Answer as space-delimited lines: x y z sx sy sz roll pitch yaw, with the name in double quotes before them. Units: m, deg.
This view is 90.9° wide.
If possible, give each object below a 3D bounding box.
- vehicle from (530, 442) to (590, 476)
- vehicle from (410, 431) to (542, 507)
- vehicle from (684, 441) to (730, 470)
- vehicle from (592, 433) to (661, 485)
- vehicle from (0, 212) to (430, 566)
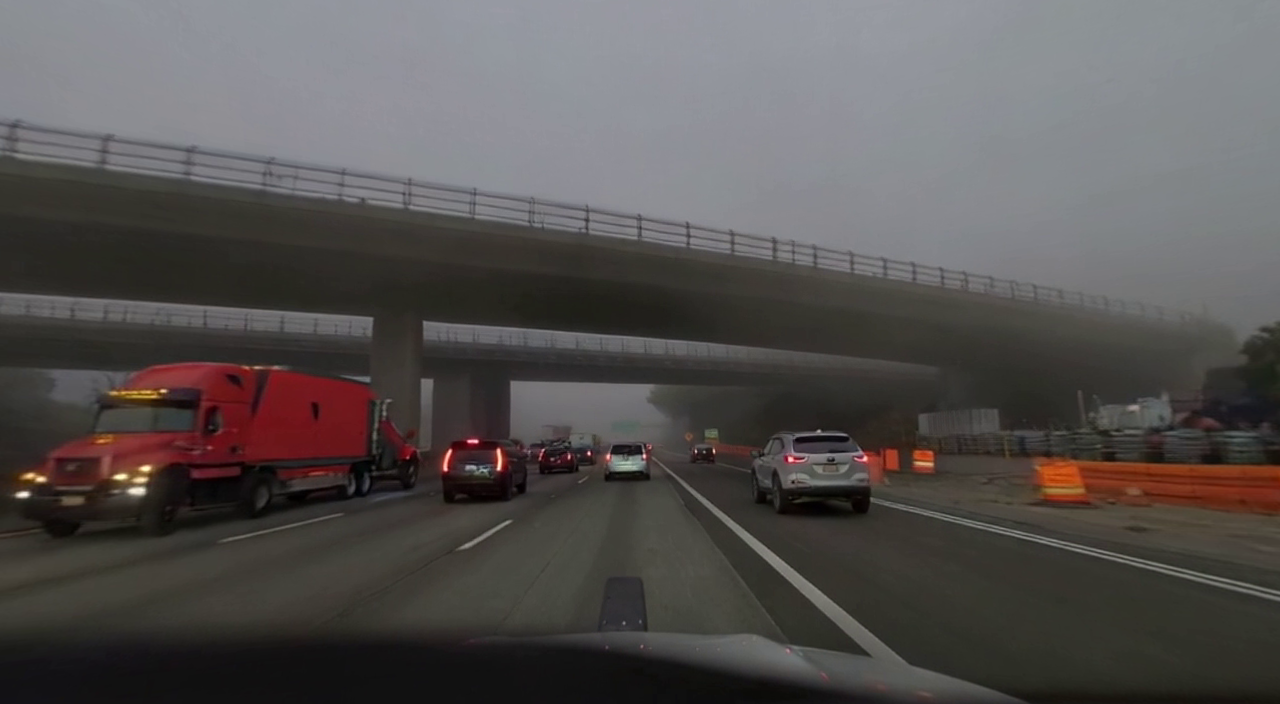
"vehicle" -3.686 5.024 29.923 2.141 1.455 4.447 0 -8 1
"vehicle" -3.952 2.895 16.082 2.124 1.639 4.344 0 -8 1
"vehicle" 3.595 5.659 34.564 2.003 1.465 4.092 0 -8 -1
"vehicle" -0.444 3.830 22.952 2.270 1.696 4.061 0 -8 0
"vehicle" -7.503 1.112 12.182 2.959 3.886 10.574 0 -8 1
